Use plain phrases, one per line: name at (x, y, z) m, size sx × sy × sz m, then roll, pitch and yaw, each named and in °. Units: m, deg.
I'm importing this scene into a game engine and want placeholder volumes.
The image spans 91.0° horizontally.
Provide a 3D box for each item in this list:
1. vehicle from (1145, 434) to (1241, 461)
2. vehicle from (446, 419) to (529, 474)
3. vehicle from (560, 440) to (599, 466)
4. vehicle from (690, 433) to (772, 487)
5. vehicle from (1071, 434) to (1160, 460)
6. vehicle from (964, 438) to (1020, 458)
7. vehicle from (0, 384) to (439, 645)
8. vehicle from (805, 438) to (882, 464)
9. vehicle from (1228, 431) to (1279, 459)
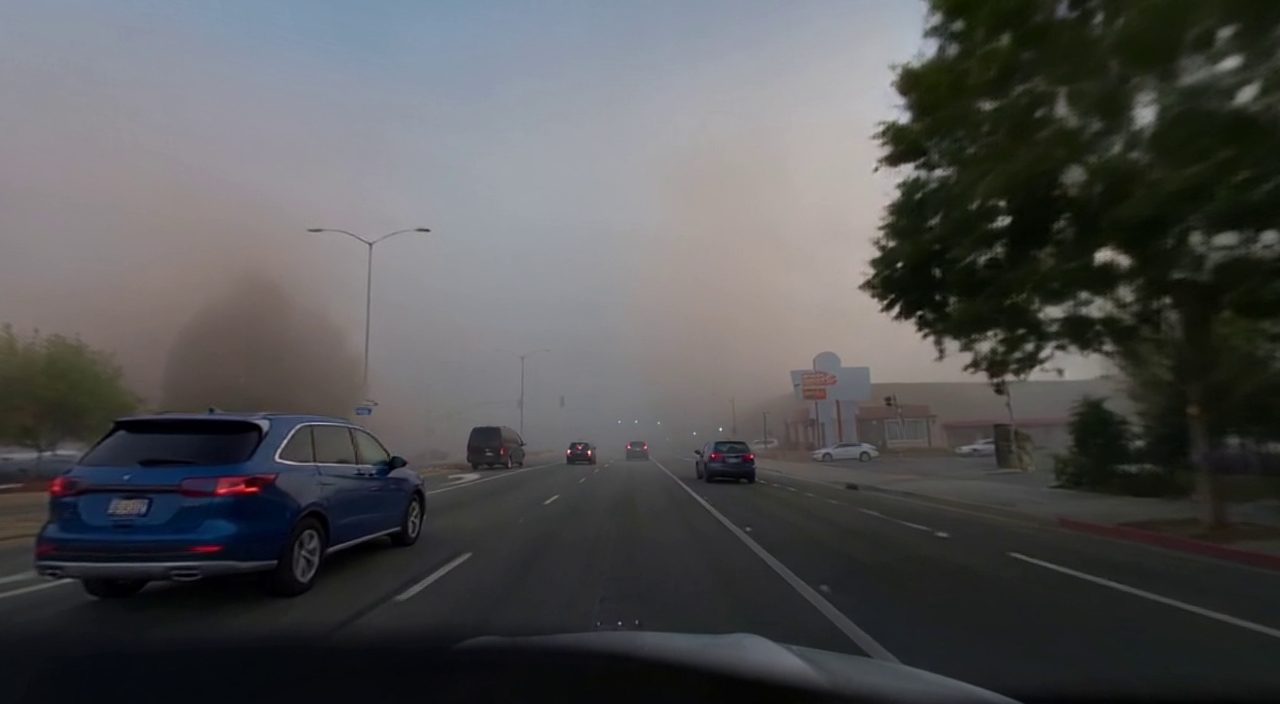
vehicle at (33.230, 5.780, 37.999) m, size 1.817 × 1.503 × 4.238 m, roll 0°, pitch -9°, yaw -1°
vehicle at (-7.766, 4.948, 32.945) m, size 2.863 × 2.592 × 6.410 m, roll 0°, pitch -9°, yaw -1°
vehicle at (-4.070, 6.869, 42.919) m, size 2.133 × 1.677 × 4.727 m, roll 0°, pitch -9°, yaw 0°
vehicle at (3.221, 3.965, 23.414) m, size 2.167 × 1.792 × 4.835 m, roll 0°, pitch -9°, yaw -2°
vehicle at (28.099, 5.654, 37.363) m, size 1.760 × 1.431 × 4.343 m, roll 0°, pitch -9°, yaw -2°
vehicle at (27.725, 7.608, 49.755) m, size 1.768 × 1.460 × 4.677 m, roll 0°, pitch -9°, yaw 0°
vehicle at (-3.787, 1.413, 6.448) m, size 2.038 × 1.748 × 4.303 m, roll 0°, pitch -9°, yaw -1°
vehicle at (14.450, 7.056, 44.893) m, size 4.626 × 1.562 × 2.159 m, roll -2°, pitch -9°, yaw -3°
vehicle at (38.140, 5.583, 37.732) m, size 1.812 × 1.641 × 3.875 m, roll 1°, pitch -9°, yaw -2°
